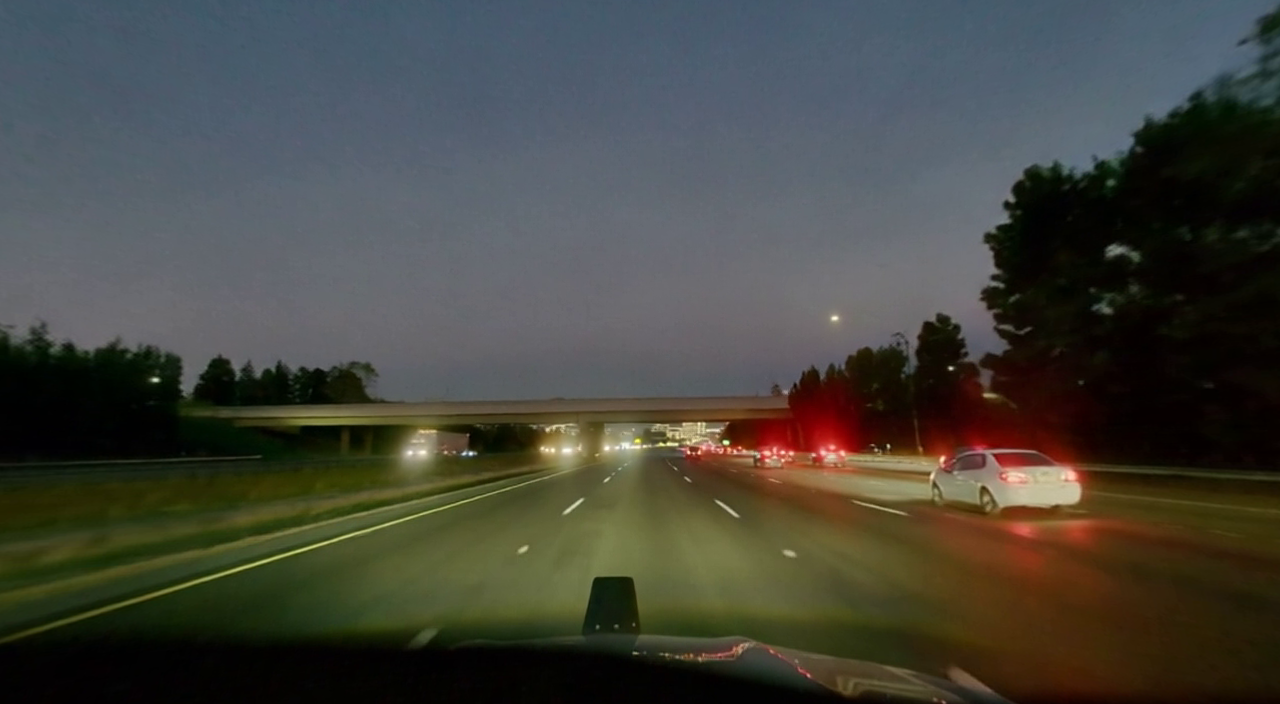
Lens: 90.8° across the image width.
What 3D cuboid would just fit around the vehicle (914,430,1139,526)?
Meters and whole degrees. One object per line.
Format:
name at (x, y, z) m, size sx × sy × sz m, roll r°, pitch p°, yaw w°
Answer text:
vehicle at (7.593, 2.487, 13.049) m, size 1.862 × 1.613 × 4.316 m, roll 0°, pitch -9°, yaw 0°
